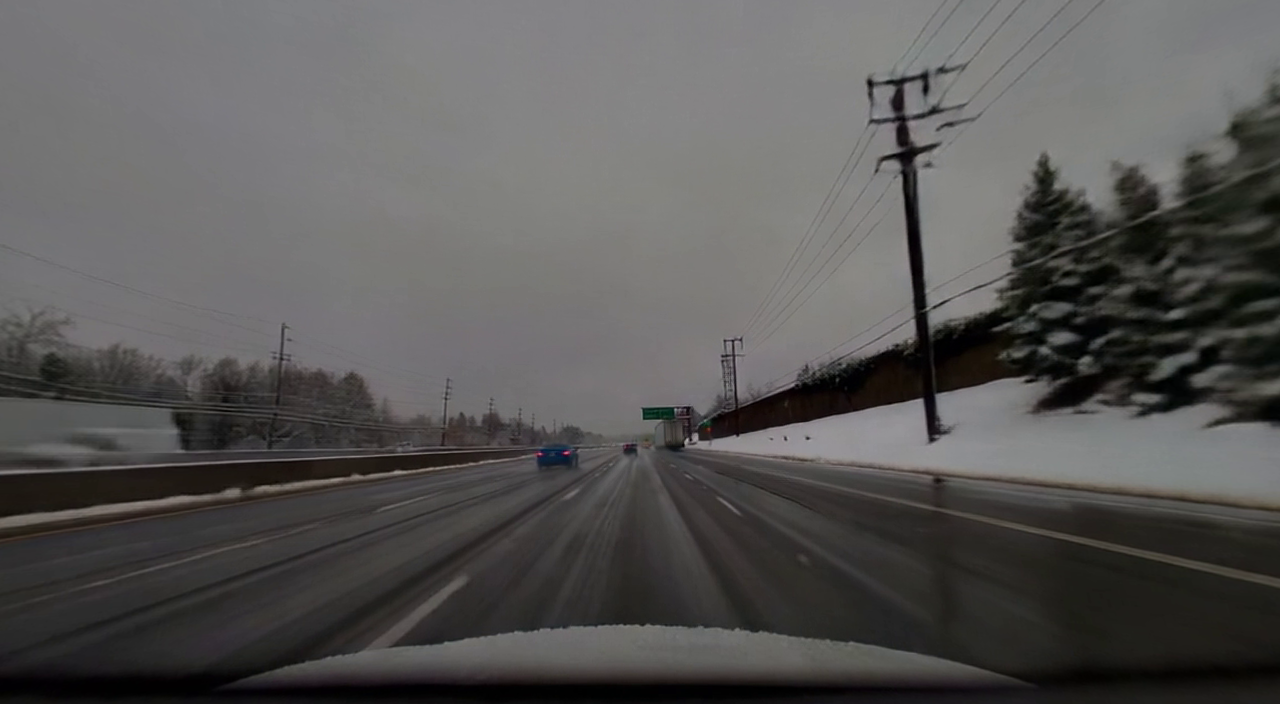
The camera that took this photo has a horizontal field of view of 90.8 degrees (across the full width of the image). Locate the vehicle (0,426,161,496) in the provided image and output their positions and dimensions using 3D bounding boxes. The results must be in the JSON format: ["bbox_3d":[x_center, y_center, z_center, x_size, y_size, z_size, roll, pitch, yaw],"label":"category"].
[{"bbox_3d":[-20.892,3.859,22.685,2.740,2.168,5.878,0,-9,-1],"label":"vehicle"}]

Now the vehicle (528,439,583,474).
[{"bbox_3d":[-3.891,4.903,29.833,2.009,1.533,4.175,0,-9,1],"label":"vehicle"}]
